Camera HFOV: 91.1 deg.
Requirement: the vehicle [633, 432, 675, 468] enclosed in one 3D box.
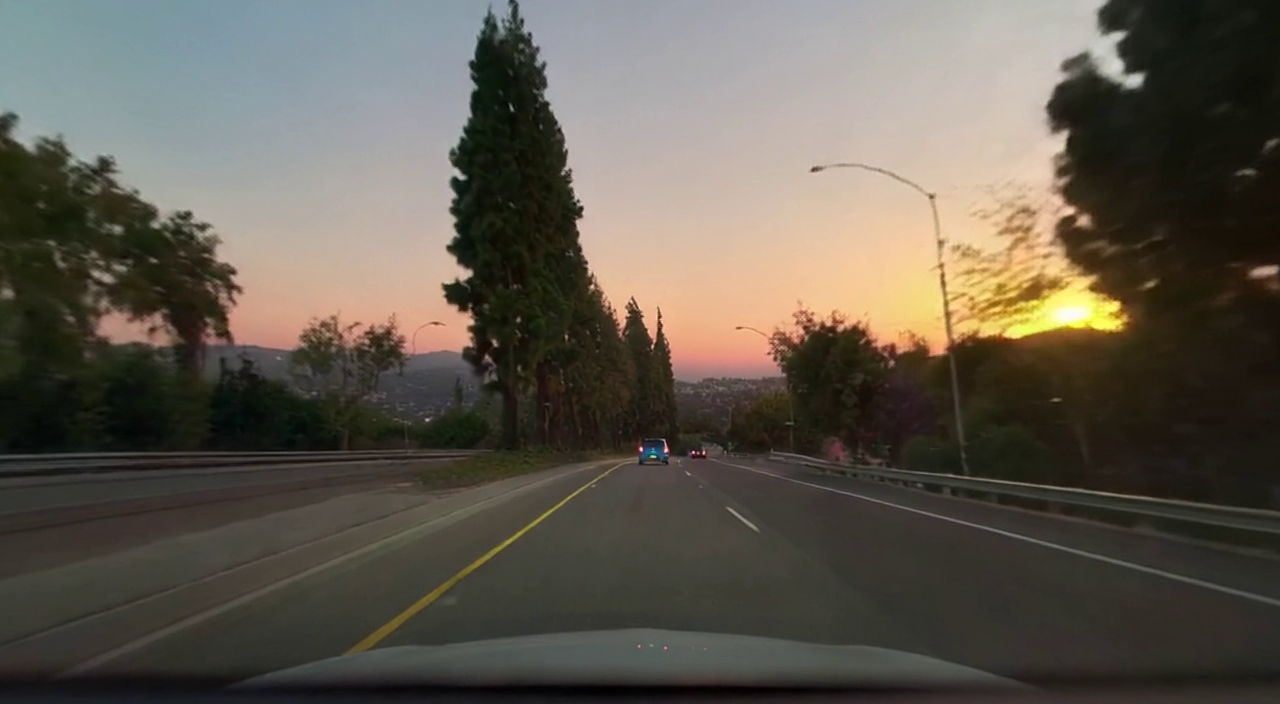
[{"bbox_3d":[0.954,6.220,40.108,2.546,2.126,5.153,0,-8,3],"label":"vehicle"}]
